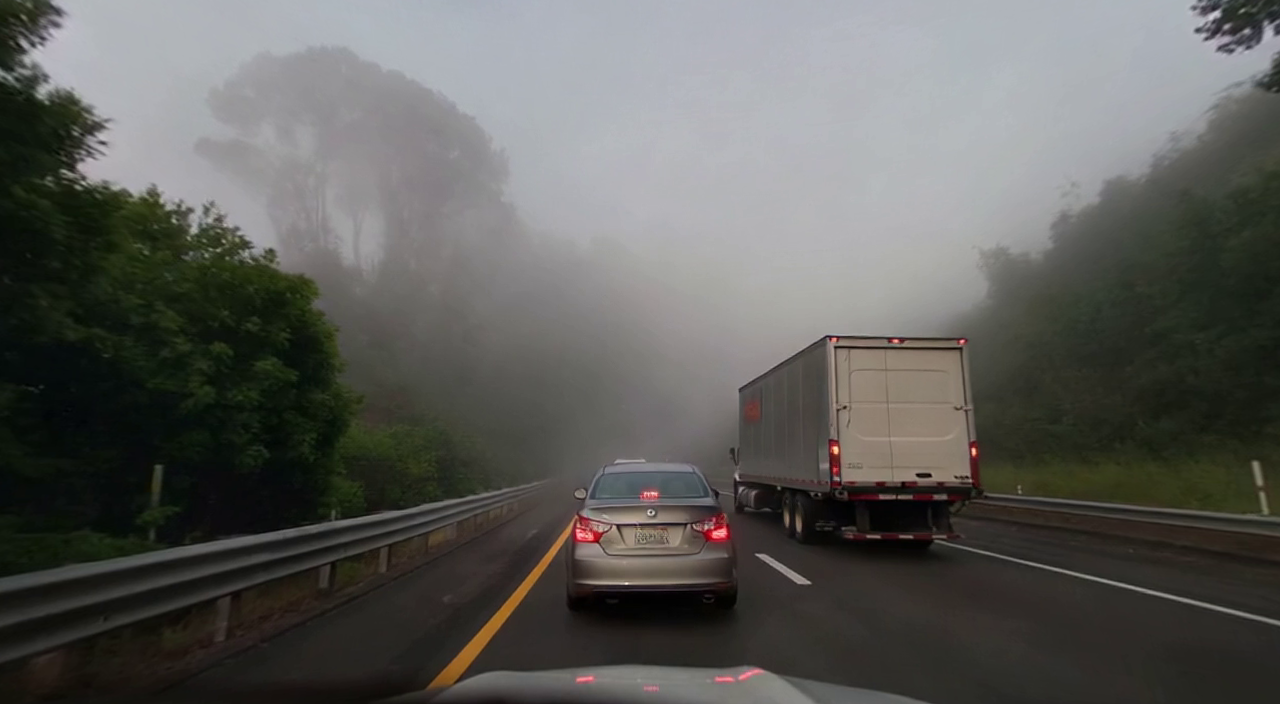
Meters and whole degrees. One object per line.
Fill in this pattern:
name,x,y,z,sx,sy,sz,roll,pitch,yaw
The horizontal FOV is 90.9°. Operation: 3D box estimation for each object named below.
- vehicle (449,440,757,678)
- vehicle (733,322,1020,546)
vehicle,-0.247,1.665,5.861,1.980,1.493,3.410,1,-11,0
vehicle,5.005,2.437,16.818,2.936,3.972,11.144,1,-11,-2
